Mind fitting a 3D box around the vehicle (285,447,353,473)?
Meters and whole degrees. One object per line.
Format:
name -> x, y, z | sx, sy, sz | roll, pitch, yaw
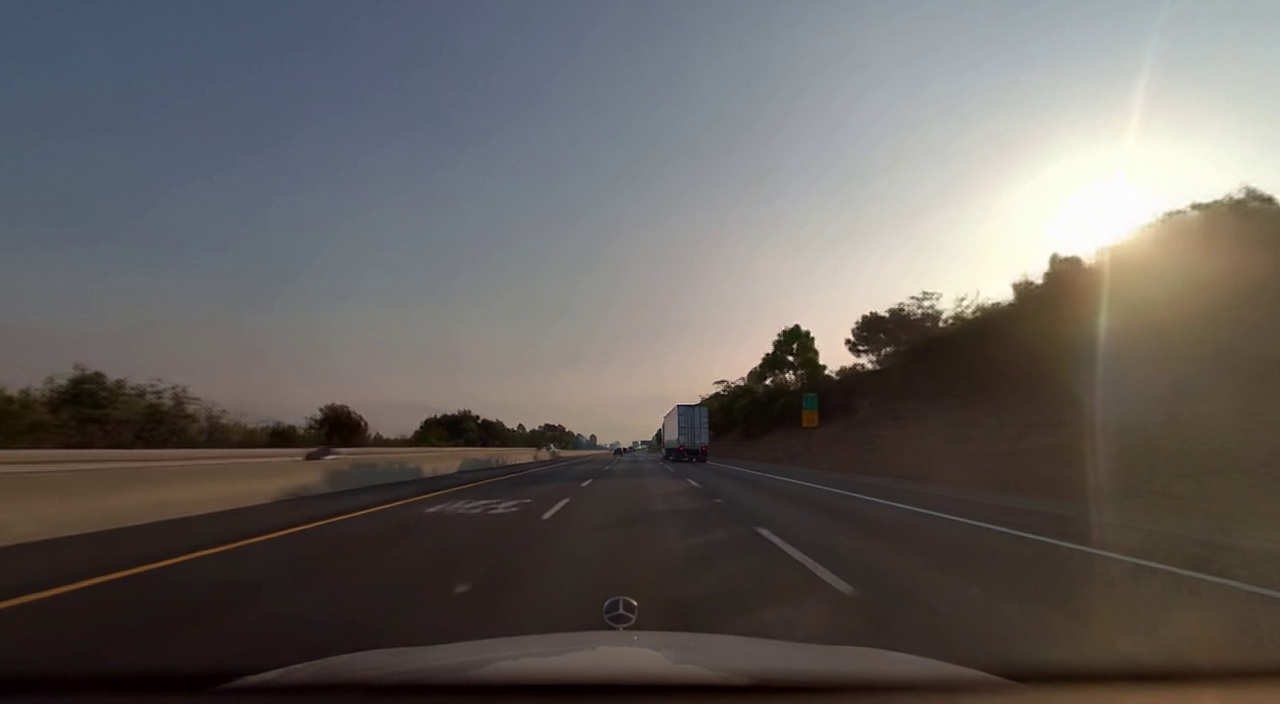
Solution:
vehicle -> -19.282, 6.465, 38.179 | 1.798, 1.453, 4.393 | 0, -9, 0
